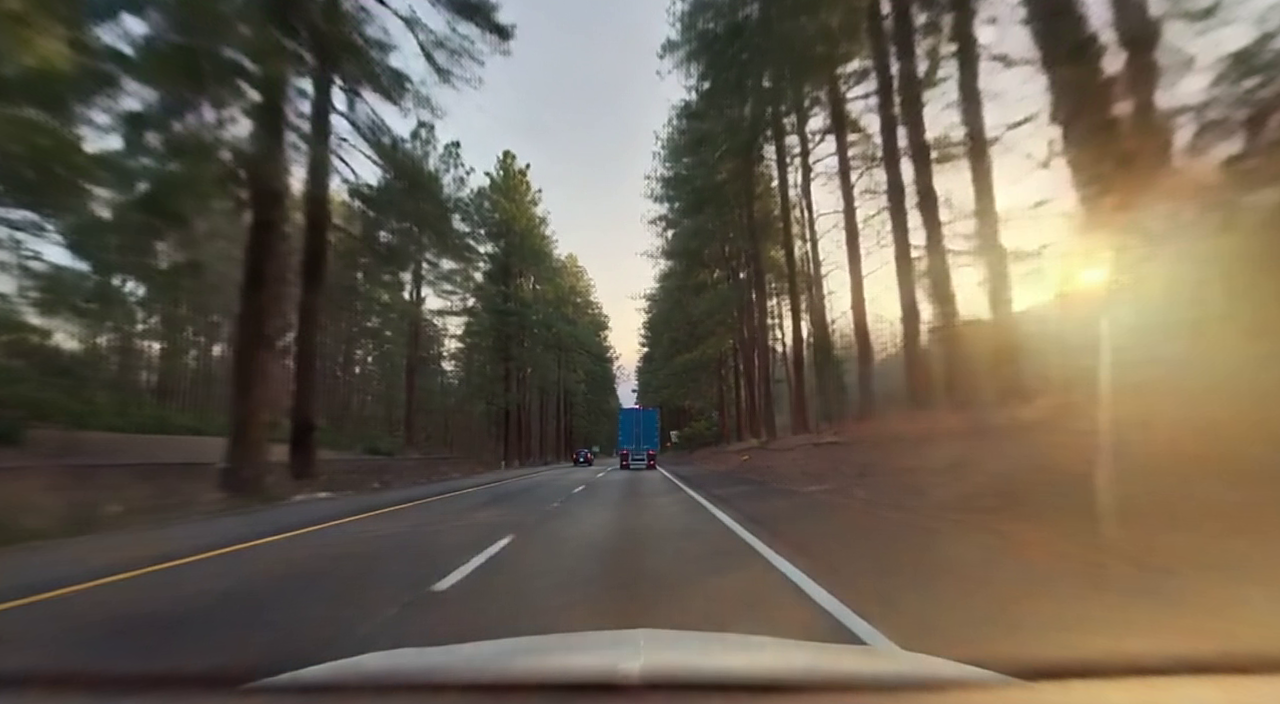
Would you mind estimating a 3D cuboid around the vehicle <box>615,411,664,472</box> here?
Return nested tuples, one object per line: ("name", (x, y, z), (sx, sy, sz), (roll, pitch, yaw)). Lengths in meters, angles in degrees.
("vehicle", (-0.102, 7.044, 49.593), (3.320, 4.173, 11.889), (0, -8, -1))
